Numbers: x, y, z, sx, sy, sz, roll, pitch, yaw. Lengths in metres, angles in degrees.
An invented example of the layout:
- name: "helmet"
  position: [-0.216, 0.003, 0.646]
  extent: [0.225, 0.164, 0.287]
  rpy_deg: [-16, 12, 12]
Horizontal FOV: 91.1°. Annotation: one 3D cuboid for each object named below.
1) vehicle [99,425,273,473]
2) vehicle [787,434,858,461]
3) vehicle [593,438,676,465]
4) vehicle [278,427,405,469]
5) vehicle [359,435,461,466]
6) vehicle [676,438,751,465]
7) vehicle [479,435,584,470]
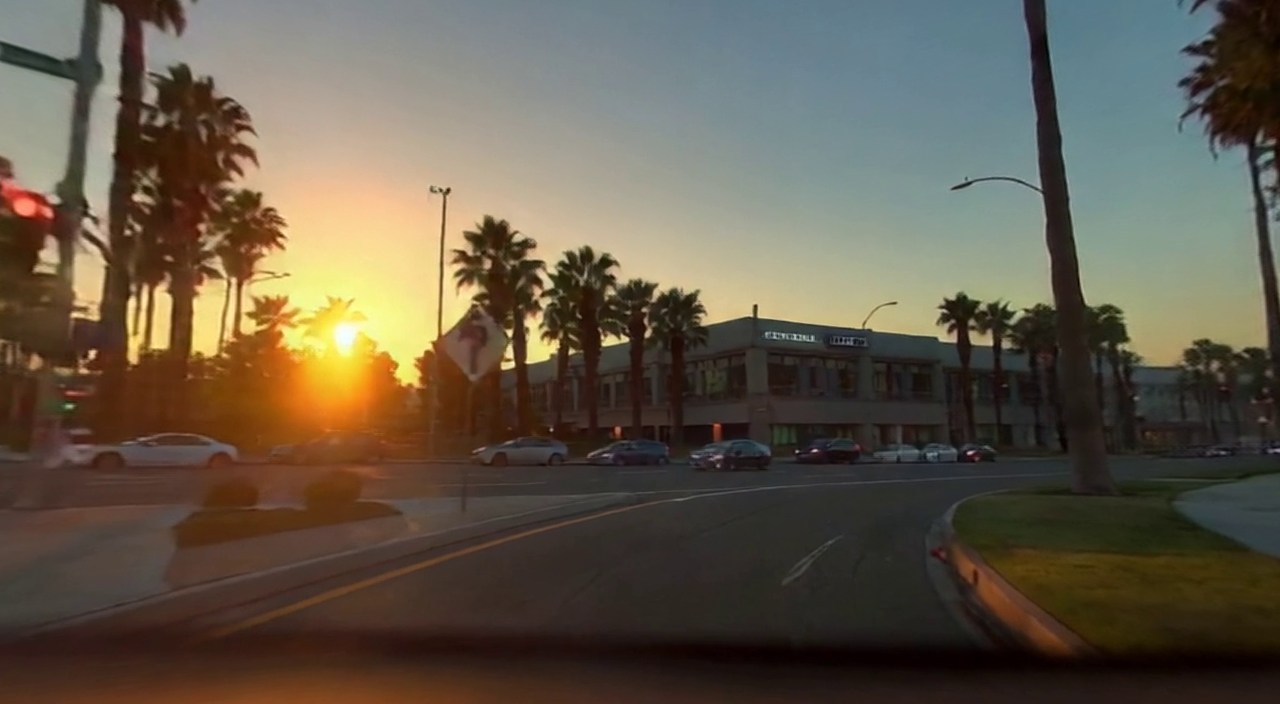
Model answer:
- name: "vehicle"
  position: [-15.781, 3.444, 22.079]
  extent: [4.648, 1.501, 1.862]
  rpy_deg: [8, -12, -36]
- name: "vehicle"
  position: [14.048, 7.338, 48.148]
  extent: [5.617, 1.904, 2.184]
  rpy_deg: [6, -13, -36]
- name: "vehicle"
  position: [-0.252, 5.929, 37.406]
  extent: [4.774, 1.493, 1.854]
  rpy_deg: [7, -10, -37]
- name: "vehicle"
  position: [-13.105, 4.216, 27.684]
  extent: [4.713, 1.664, 1.909]
  rpy_deg: [5, -11, -37]
- name: "vehicle"
  position: [-14.481, 6.214, 39.709]
  extent: [5.616, 1.839, 2.071]
  rpy_deg: [6, -11, -37]
- name: "vehicle"
  position: [4.396, 5.892, 37.289]
  extent: [4.356, 1.543, 1.844]
  rpy_deg: [6, -11, -37]
- name: "vehicle"
  position: [-5.678, 5.258, 33.083]
  extent: [5.112, 1.593, 1.865]
  rpy_deg: [4, -11, -36]
